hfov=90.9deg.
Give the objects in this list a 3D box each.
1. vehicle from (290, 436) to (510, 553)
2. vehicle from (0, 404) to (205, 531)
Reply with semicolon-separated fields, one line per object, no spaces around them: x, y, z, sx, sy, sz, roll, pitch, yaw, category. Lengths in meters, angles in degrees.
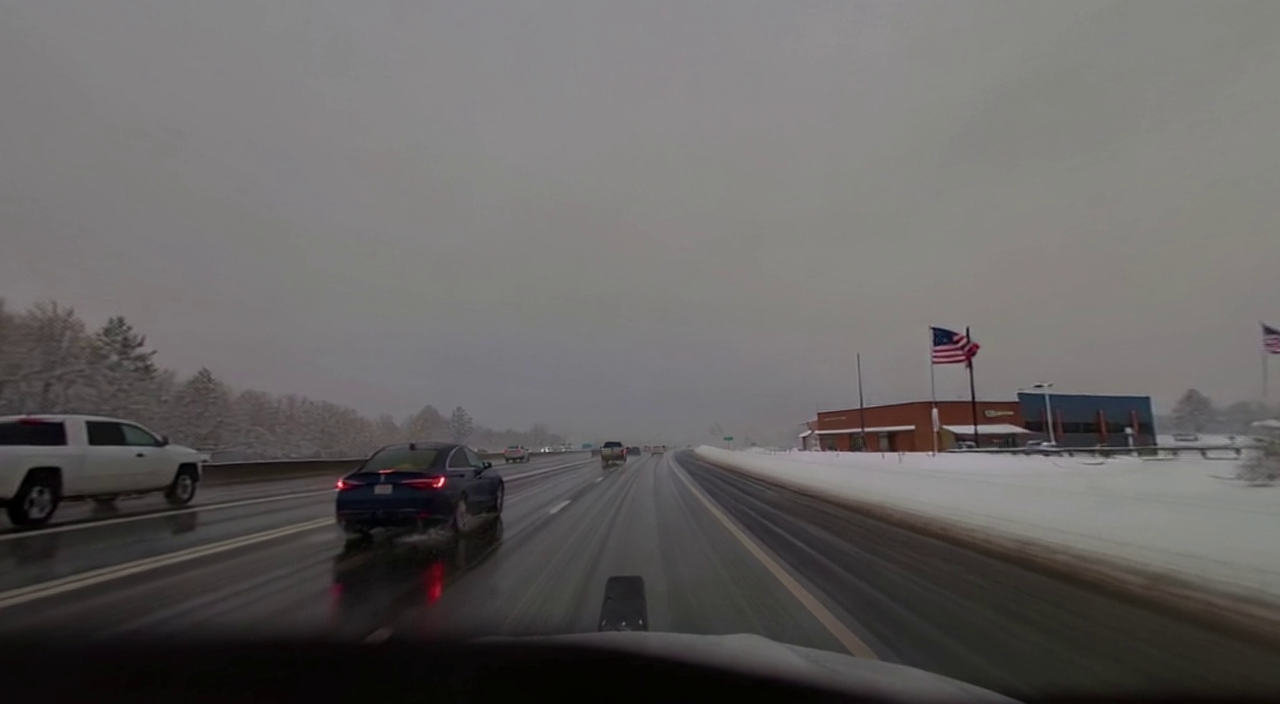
-3.540;2.140;10.270;1.896;1.491;4.146;0;-8;1;vehicle
-11.085;2.042;11.522;2.284;1.966;5.406;0;-8;2;vehicle
